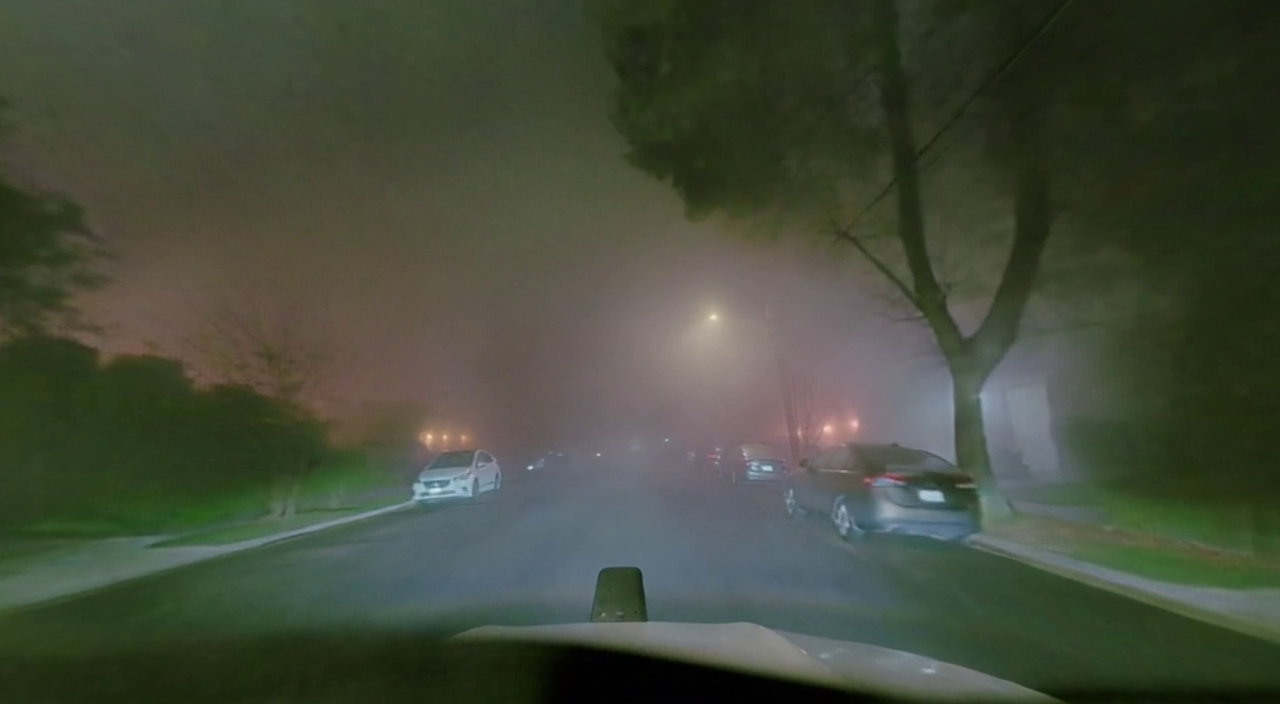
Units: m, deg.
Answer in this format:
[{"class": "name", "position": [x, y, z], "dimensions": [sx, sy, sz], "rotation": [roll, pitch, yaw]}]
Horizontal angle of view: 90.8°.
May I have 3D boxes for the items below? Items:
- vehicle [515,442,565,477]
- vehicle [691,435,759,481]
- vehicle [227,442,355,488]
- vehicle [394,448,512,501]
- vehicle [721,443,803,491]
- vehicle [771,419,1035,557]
[{"class": "vehicle", "position": [-5.762, 6.285, 37.024], "dimensions": [2.118, 1.753, 4.377], "rotation": [-4, -9, 0]}, {"class": "vehicle", "position": [3.660, 4.701, 28.340], "dimensions": [2.122, 1.809, 5.421], "rotation": [0, -9, -2]}, {"class": "vehicle", "position": [-15.796, 5.081, 28.703], "dimensions": [4.747, 1.899, 2.181], "rotation": [-1, -7, 13]}, {"class": "vehicle", "position": [-5.754, 3.829, 20.215], "dimensions": [2.199, 1.439, 4.757], "rotation": [-1, -9, 2]}, {"class": "vehicle", "position": [4.074, 3.910, 21.851], "dimensions": [1.848, 1.436, 4.582], "rotation": [0, -9, -1]}, {"class": "vehicle", "position": [3.760, 2.027, 10.213], "dimensions": [2.247, 1.618, 4.655], "rotation": [2, -8, -1]}]
